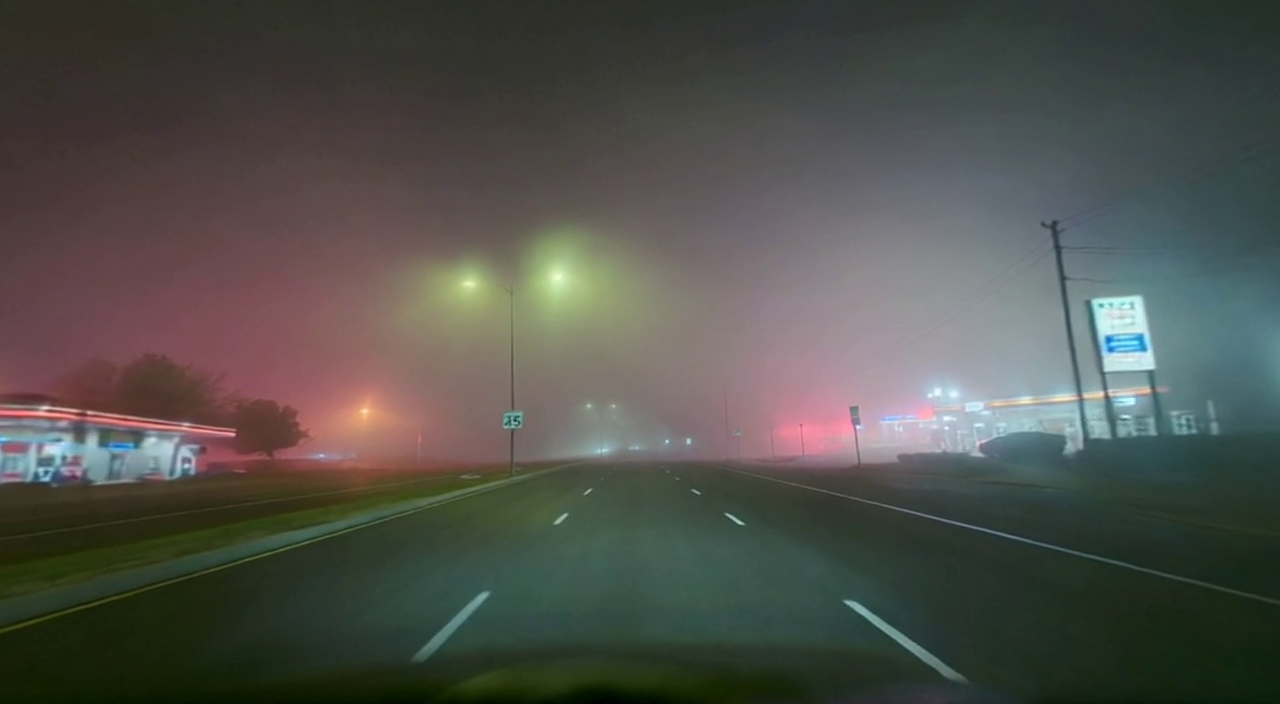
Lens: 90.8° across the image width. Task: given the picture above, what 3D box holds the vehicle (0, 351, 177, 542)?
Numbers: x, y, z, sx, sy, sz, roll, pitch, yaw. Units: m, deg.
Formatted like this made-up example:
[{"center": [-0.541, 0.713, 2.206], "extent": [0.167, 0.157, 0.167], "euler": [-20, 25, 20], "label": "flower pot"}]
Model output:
[{"center": [-12.394, 1.954, 13.327], "extent": [2.509, 3.502, 3.191], "euler": [-1, -8, 3], "label": "vehicle"}]

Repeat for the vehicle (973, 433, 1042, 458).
[{"center": [23.114, 5.938, 39.936], "extent": [1.747, 1.371, 4.368], "euler": [-3, -10, 0], "label": "vehicle"}]
